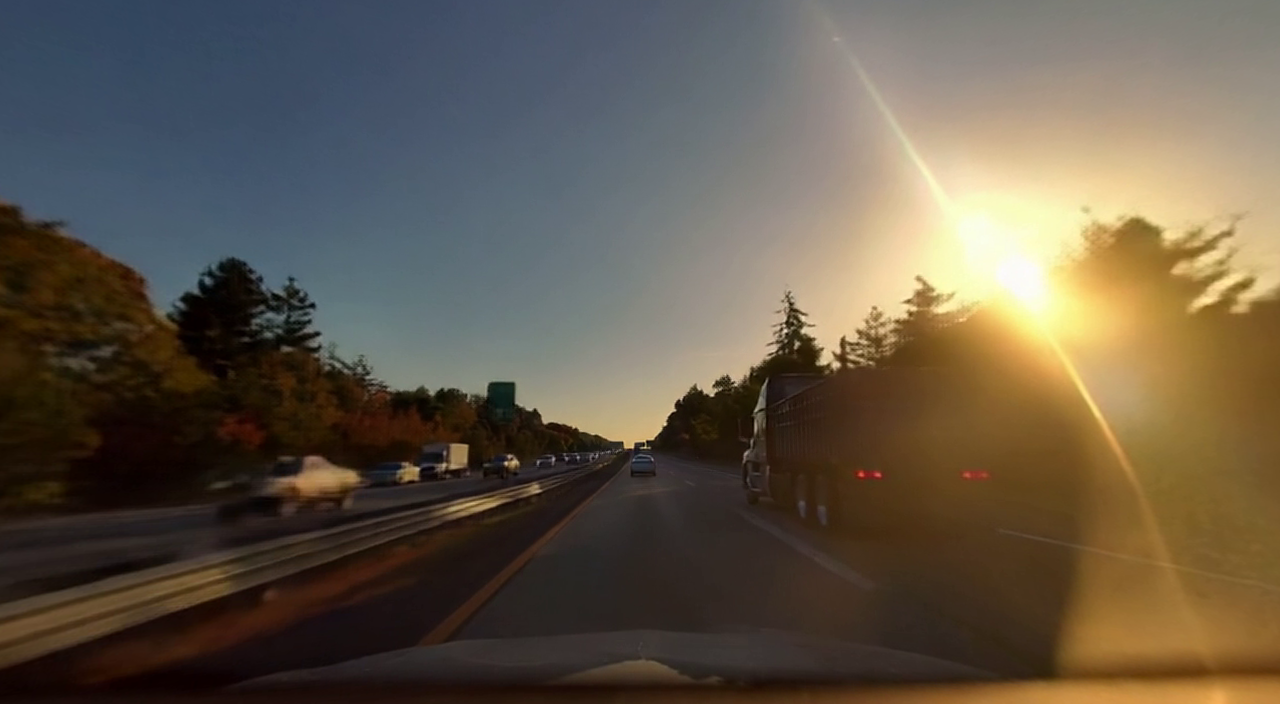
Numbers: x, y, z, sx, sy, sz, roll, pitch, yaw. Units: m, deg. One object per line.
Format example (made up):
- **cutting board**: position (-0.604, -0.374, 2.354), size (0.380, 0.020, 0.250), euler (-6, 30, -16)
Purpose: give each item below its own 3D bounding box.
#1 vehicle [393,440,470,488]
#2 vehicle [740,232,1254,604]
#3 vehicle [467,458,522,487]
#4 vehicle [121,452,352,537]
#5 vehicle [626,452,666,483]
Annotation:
- **vehicle**: position (-12.918, 6.986, 39.612), size (2.623, 2.723, 6.160), euler (0, -9, 0)
- **vehicle**: position (4.397, 1.513, 12.265), size (2.885, 3.679, 12.102), euler (0, -9, 0)
- **vehicle**: position (-7.900, 6.554, 34.565), size (1.965, 1.453, 4.364), euler (0, -9, 0)
- **vehicle**: position (-8.243, 2.898, 13.511), size (2.012, 1.487, 4.378), euler (0, -9, 0)
- **vehicle**: position (0.289, 5.947, 32.733), size (1.939, 1.495, 3.612), euler (0, -9, 0)
